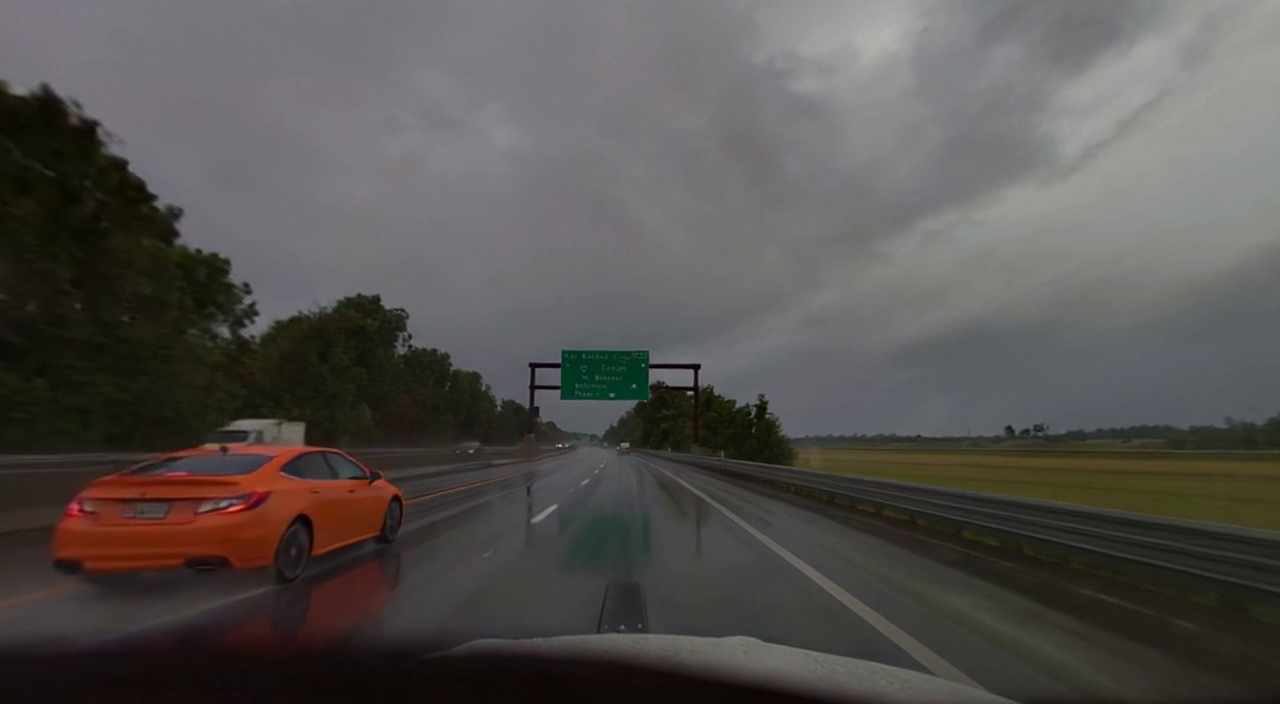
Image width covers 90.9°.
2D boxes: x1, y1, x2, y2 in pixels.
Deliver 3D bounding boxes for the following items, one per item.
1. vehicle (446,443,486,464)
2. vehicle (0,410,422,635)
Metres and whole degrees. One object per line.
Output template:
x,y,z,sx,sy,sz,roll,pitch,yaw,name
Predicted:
-12.679,7.406,46.167,1.872,1.463,3.978,0,-9,-1,vehicle
-3.901,1.478,6.352,1.990,1.532,3.911,0,-9,0,vehicle
